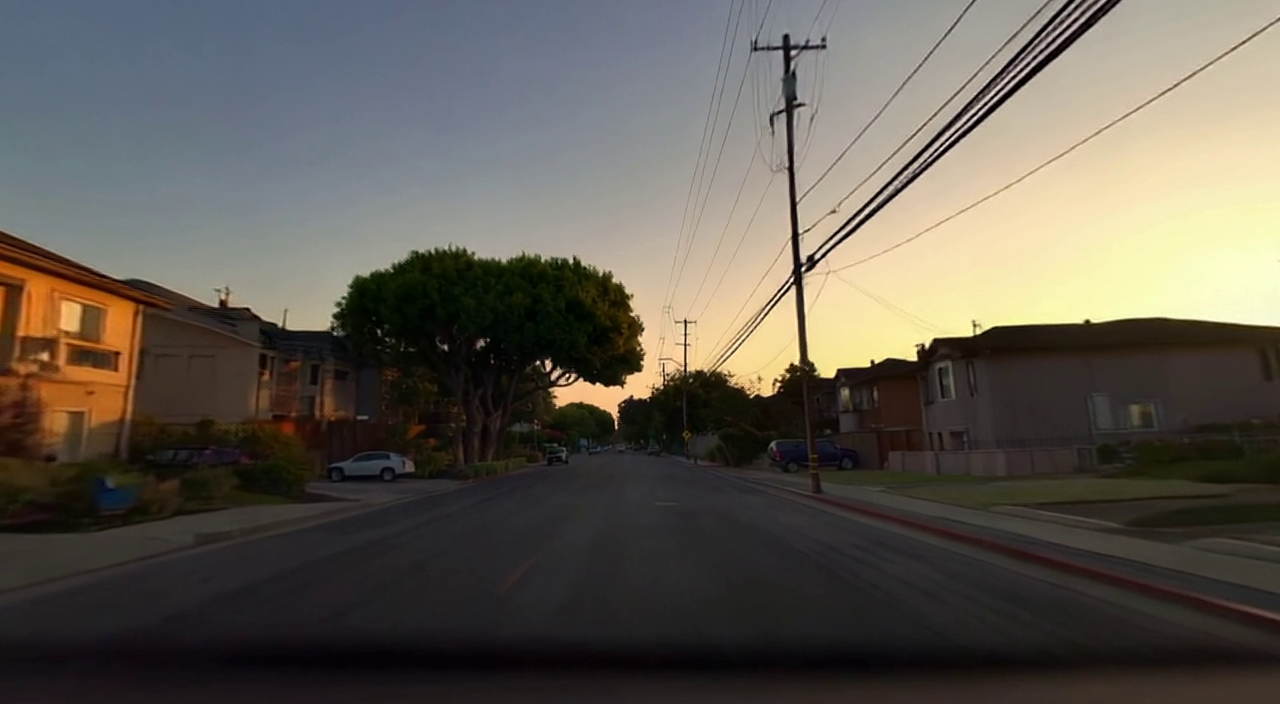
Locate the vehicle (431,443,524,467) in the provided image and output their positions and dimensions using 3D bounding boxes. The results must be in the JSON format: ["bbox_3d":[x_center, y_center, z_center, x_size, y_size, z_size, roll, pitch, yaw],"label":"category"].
[{"bbox_3d":[-12.603,8.045,49.417,6.619,1.759,2.632,0,-8,-2],"label":"vehicle"}]

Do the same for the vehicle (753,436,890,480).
[{"bbox_3d":[8.720,5.132,30.863,5.890,1.896,2.459,-1,-8,-1],"label":"vehicle"}]

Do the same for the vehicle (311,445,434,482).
[{"bbox_3d":[-11.401,4.778,27.191,4.371,1.482,1.954,0,-9,-3],"label":"vehicle"}]
